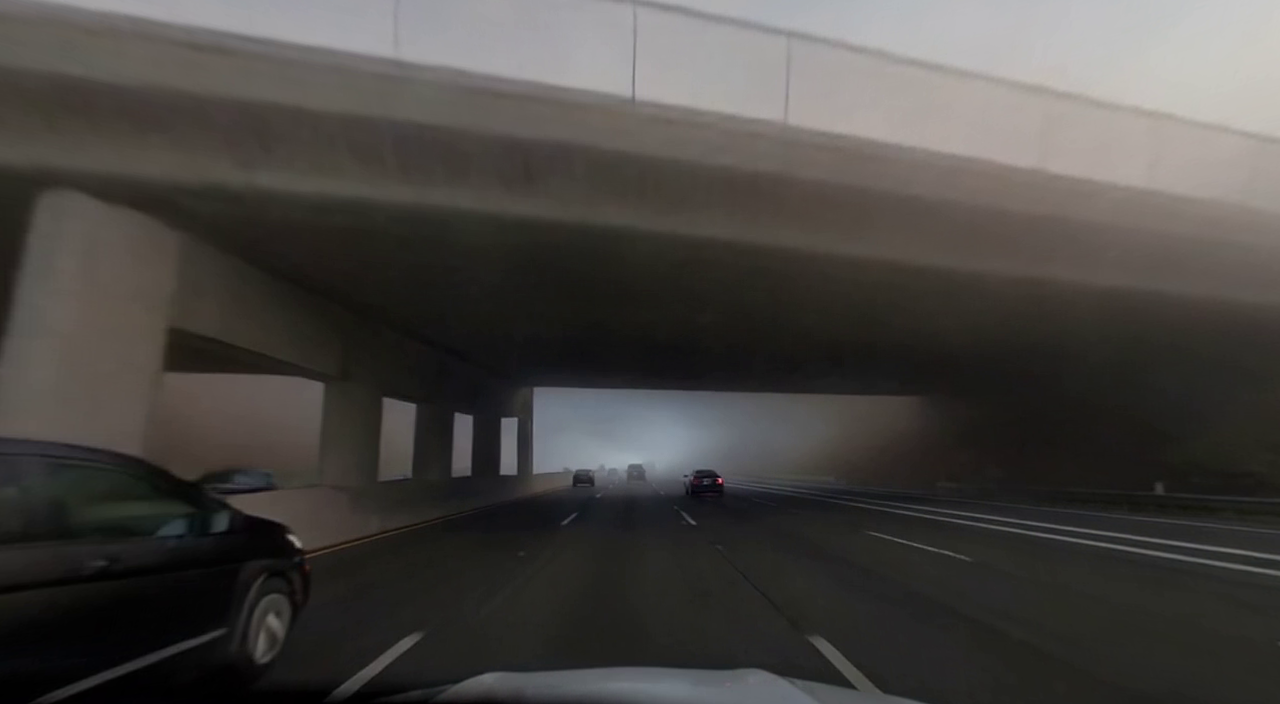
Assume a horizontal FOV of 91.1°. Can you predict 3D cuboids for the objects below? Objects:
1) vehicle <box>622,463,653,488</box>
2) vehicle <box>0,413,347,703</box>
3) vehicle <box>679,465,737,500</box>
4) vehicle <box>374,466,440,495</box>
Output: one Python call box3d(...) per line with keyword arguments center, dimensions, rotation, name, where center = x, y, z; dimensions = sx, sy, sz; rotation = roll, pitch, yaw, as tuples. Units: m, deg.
box3d(center=(-0.242, 9.054, 46.159), dimensions=(2.181, 1.698, 4.056), rotation=(1, -10, -1), name="vehicle")
box3d(center=(-3.178, 1.008, 2.331), dimensions=(2.099, 1.516, 4.308), rotation=(1, -10, 0), name="vehicle")
box3d(center=(3.112, 6.139, 29.782), dimensions=(2.092, 1.518, 4.348), rotation=(1, -10, -2), name="vehicle")
box3d(center=(-13.526, 7.478, 36.799), dimensions=(2.043, 1.581, 4.771), rotation=(0, -10, 0), name="vehicle")
